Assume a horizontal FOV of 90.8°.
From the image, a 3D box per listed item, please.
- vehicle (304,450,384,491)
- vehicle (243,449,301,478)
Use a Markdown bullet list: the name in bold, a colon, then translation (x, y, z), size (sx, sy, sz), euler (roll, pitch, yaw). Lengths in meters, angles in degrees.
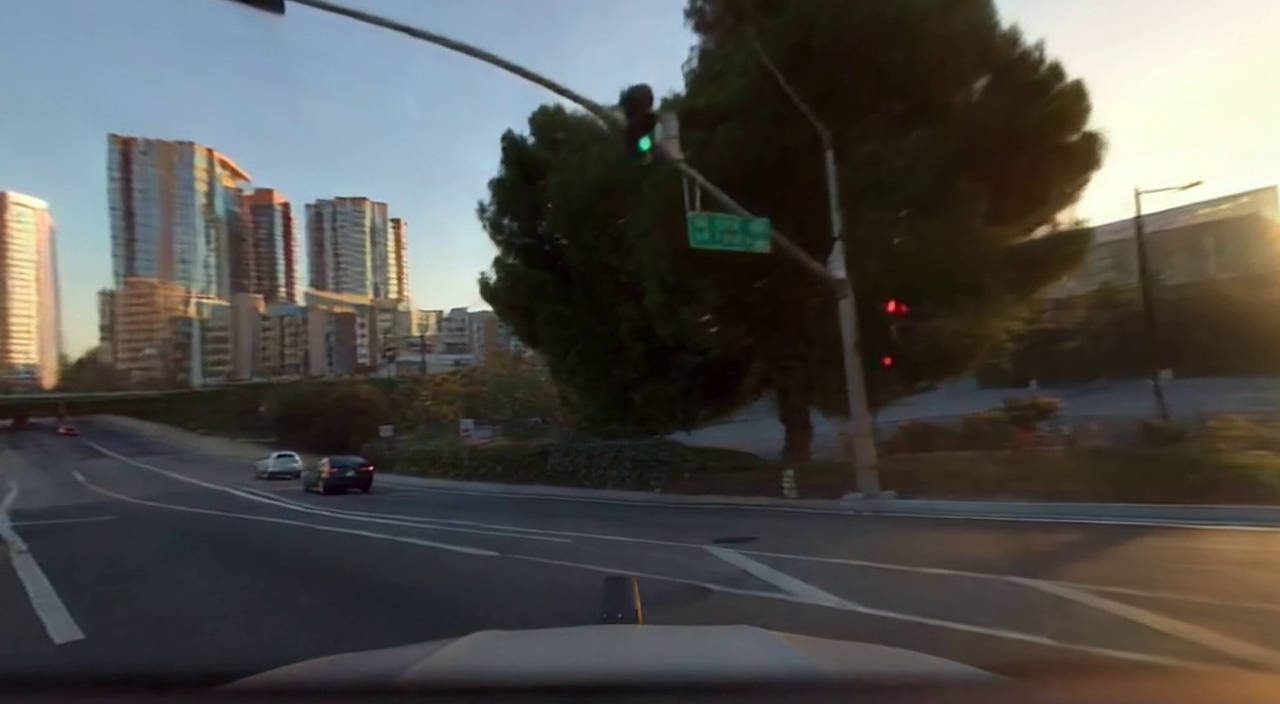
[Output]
- **vehicle**: translation (-12.528, 4.935, 26.635), size (2.048, 1.516, 3.874), euler (6, -11, -39)
- **vehicle**: translation (-22.411, 6.745, 38.424), size (3.852, 1.605, 2.007), euler (-8, -11, 44)
